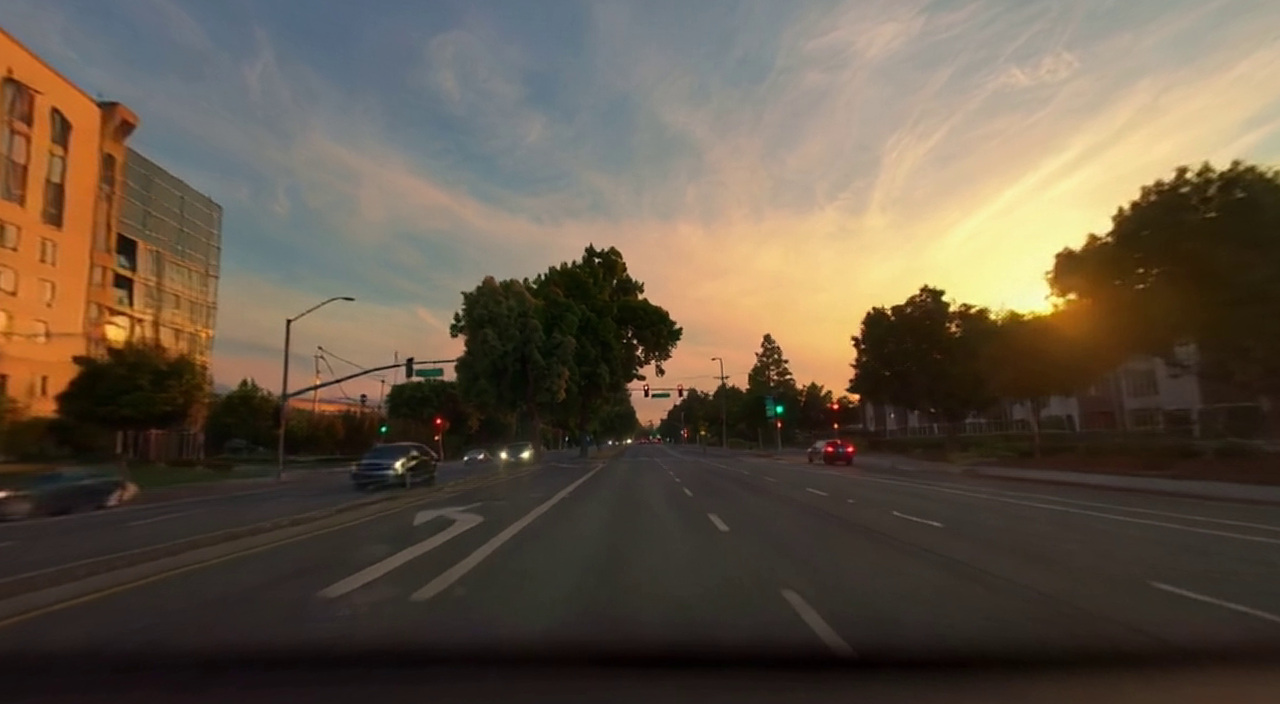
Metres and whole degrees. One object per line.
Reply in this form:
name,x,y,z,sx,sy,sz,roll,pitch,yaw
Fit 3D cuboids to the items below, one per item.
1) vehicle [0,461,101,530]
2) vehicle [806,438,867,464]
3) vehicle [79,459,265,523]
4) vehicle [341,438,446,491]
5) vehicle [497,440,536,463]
vehicle,-15.189,3.257,14.233,1.989,1.460,4.711,0,-8,-1
vehicle,11.586,5.852,37.551,1.955,1.455,4.727,0,-8,-2
vehicle,-11.733,3.467,16.231,1.880,1.344,3.782,0,-8,0
vehicle,-8.739,3.998,22.886,2.035,1.711,4.463,0,-8,-1
vehicle,-9.330,7.551,48.160,2.010,1.682,4.346,-1,-8,1
